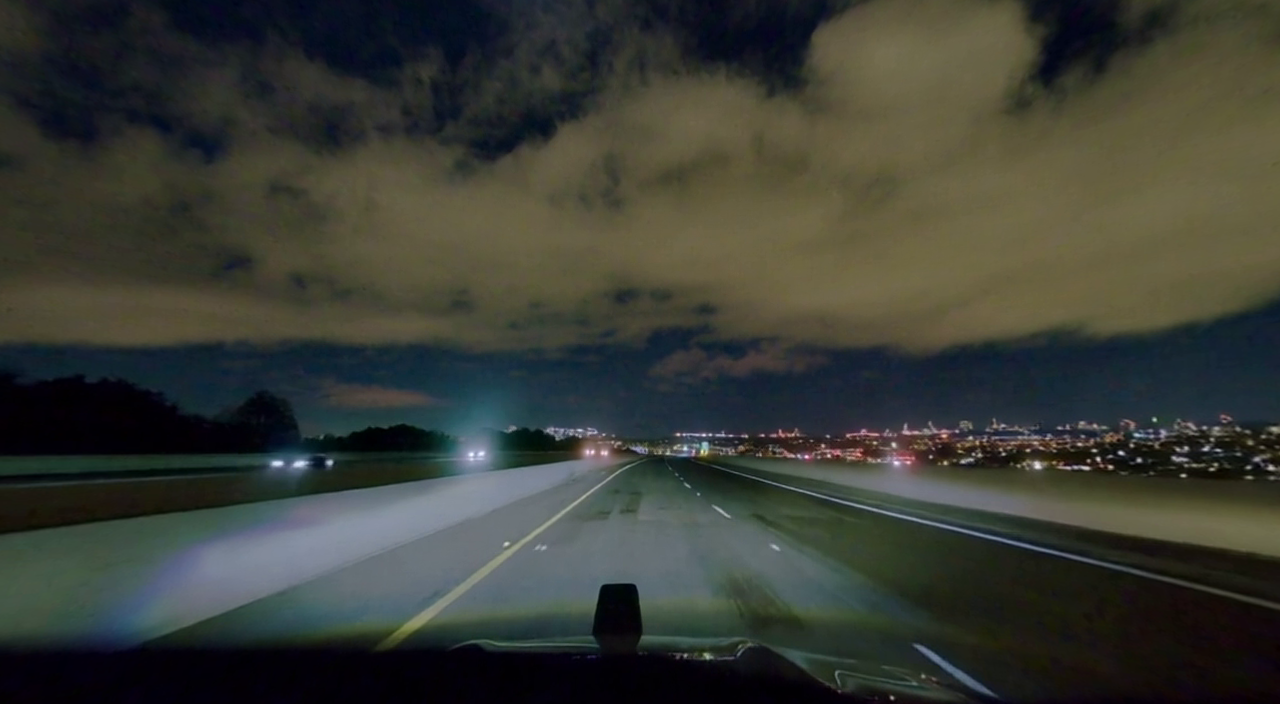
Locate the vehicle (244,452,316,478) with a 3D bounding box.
[{"bbox_3d":[-22.975,7.182,40.359,1.847,1.521,4.688,0,-9,0],"label":"vehicle"}]
